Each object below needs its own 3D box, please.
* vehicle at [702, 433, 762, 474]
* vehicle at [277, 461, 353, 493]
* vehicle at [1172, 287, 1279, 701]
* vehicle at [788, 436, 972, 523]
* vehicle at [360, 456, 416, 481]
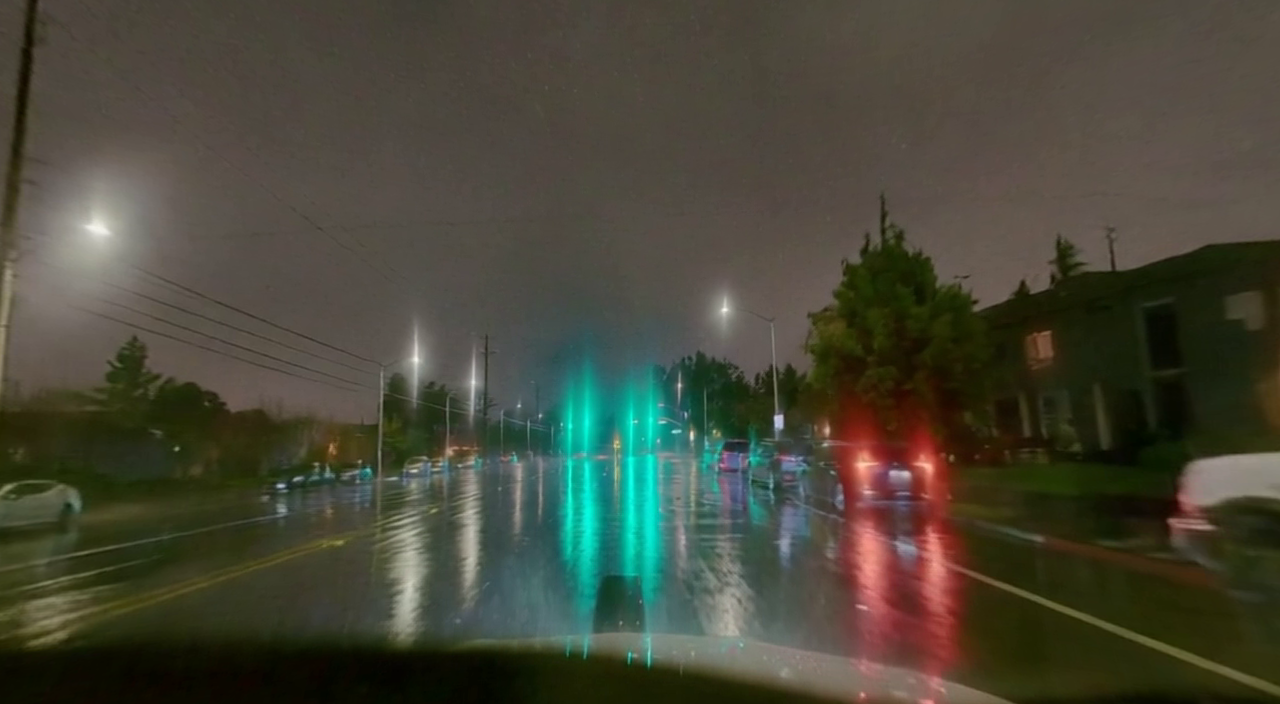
[{"bbox_3d":[4.387,4.943,30.929,2.059,1.783,5.221,0,-9,-1],"label":"vehicle"},{"bbox_3d":[-17.647,6.770,34.574,1.811,1.505,4.507,0,-9,-1],"label":"vehicle"},{"bbox_3d":[4.564,0.362,0.856,2.438,2.086,5.821,0,-9,-2],"label":"vehicle"},{"bbox_3d":[4.599,2.510,13.087,1.844,1.426,4.916,0,-9,0],"label":"vehicle"},{"bbox_3d":[-17.799,8.258,44.878,2.151,1.560,4.657,0,-9,-1],"label":"vehicle"}]
